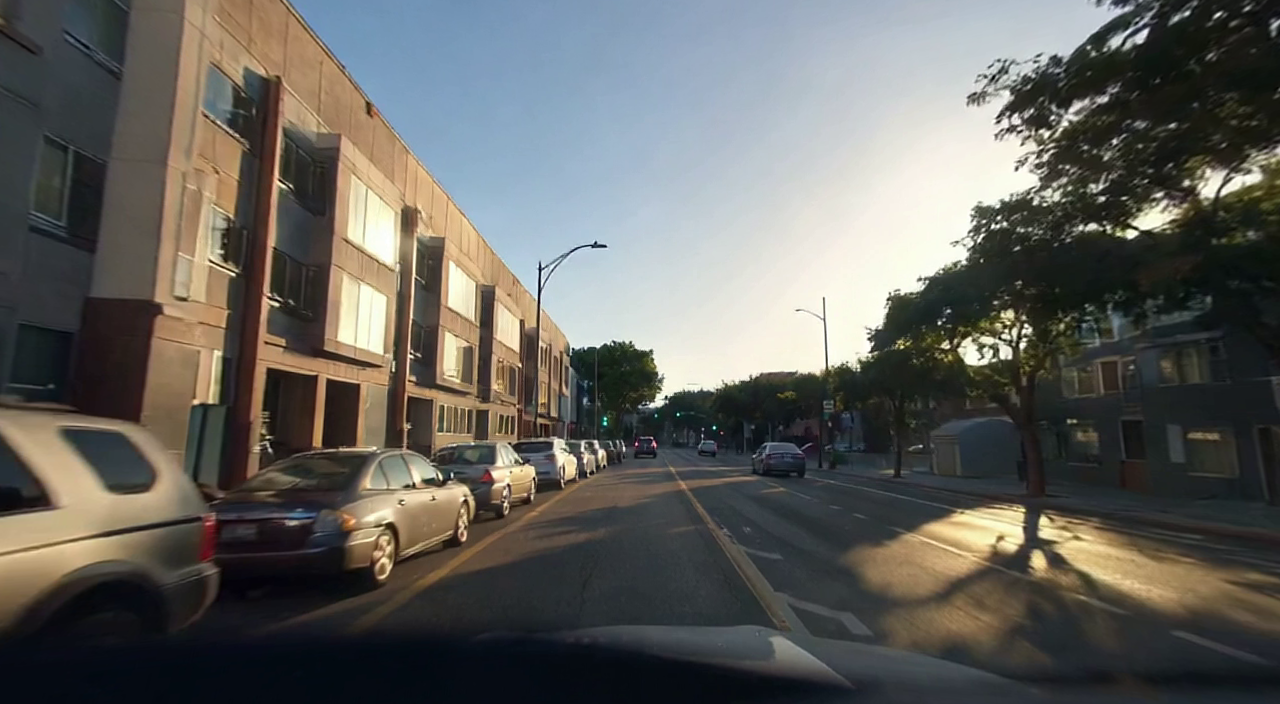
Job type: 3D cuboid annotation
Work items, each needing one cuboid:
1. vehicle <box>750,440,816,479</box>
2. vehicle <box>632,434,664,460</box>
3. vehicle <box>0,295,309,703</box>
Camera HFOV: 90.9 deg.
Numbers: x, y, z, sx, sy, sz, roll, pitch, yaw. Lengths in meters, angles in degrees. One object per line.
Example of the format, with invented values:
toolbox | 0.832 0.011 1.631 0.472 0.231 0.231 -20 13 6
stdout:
vehicle | 5.753 4.341 25.760 1.799 1.463 3.464 0 -8 -1
vehicle | 0.621 6.752 44.820 2.122 1.689 3.885 -1 -8 2
vehicle | -3.164 0.568 1.289 2.096 1.709 4.989 -1 -9 2
